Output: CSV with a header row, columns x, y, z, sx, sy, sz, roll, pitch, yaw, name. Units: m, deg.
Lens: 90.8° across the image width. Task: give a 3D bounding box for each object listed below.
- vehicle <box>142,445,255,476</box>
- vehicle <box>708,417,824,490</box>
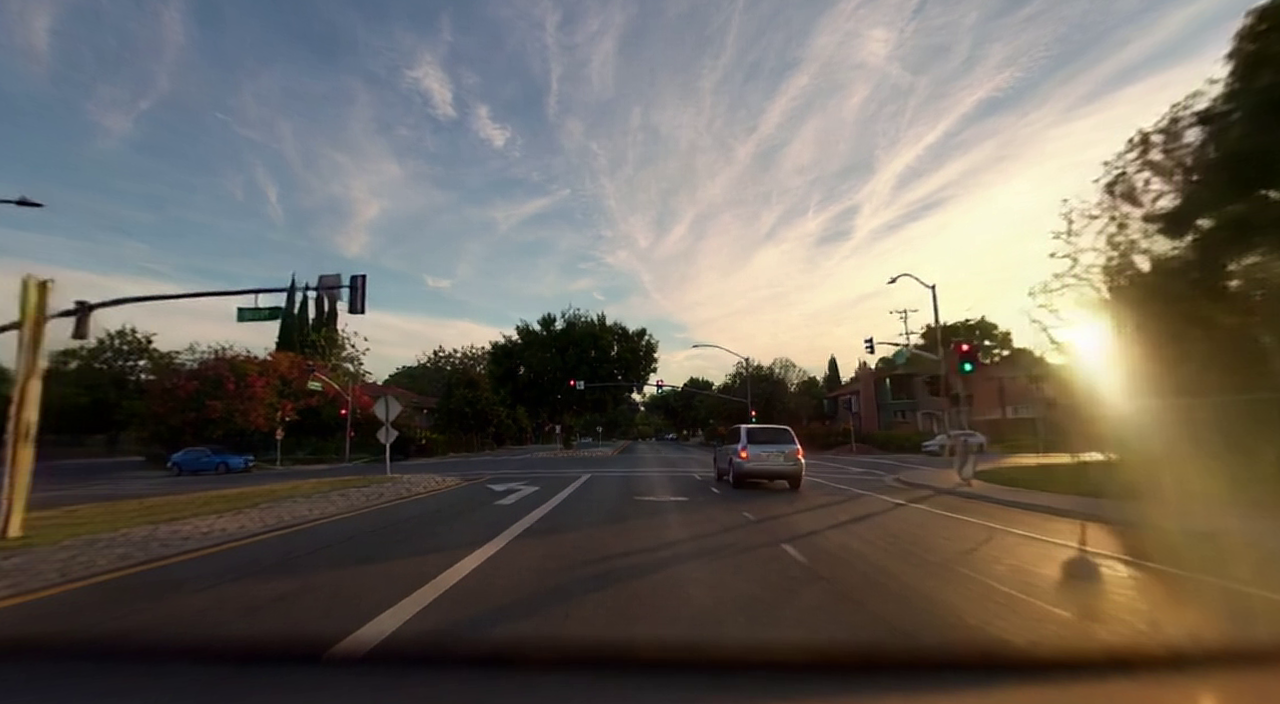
x,y,z,sx,sy,sz,roll,pitch,yaw,name
-24.823,6.112,35.649,4.737,1.659,2.042,0,-8,-3,vehicle
3.435,2.916,18.390,2.229,1.795,4.927,0,-8,-1,vehicle
